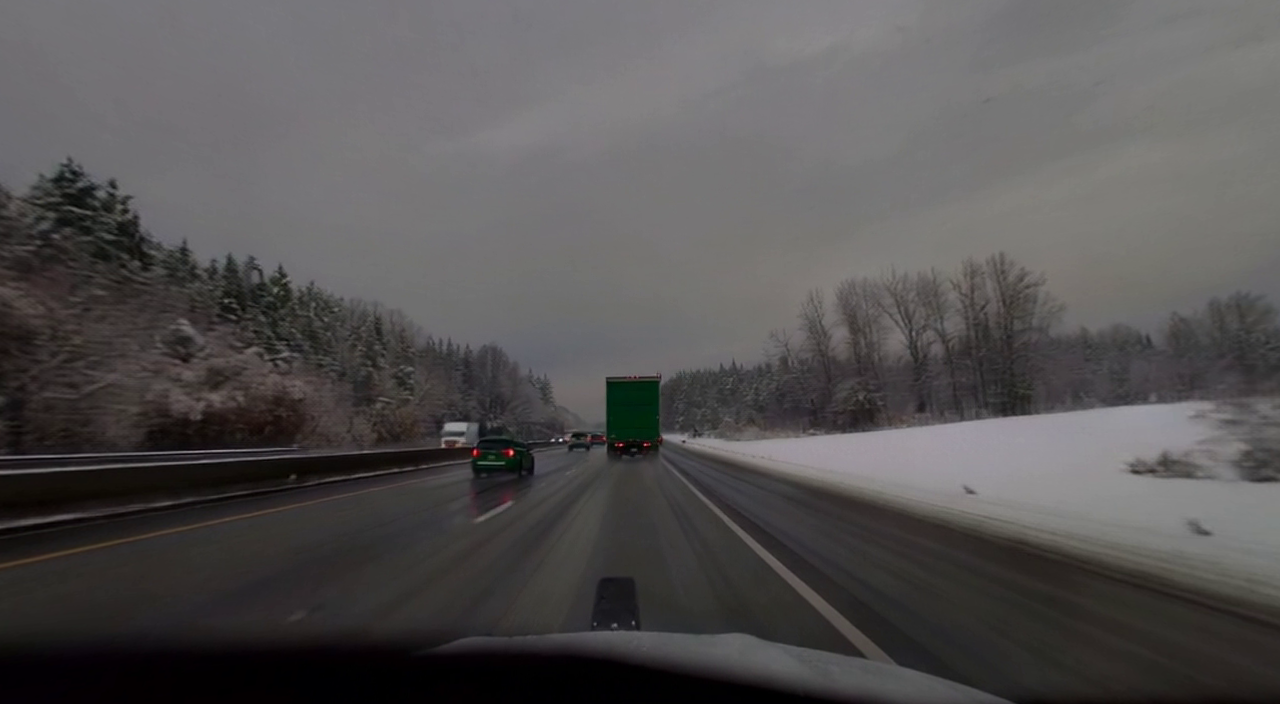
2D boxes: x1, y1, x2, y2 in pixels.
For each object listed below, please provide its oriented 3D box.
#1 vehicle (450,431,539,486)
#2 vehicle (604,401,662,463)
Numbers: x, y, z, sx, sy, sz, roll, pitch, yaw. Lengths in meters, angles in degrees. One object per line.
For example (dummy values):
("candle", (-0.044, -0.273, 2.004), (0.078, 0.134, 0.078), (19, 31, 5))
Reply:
("vehicle", (-4.435, 3.289, 19.826), (1.909, 1.520, 3.897), (0, -8, 0))
("vehicle", (-0.272, 3.283, 25.964), (2.319, 2.461, 1.270), (0, -8, 0))
